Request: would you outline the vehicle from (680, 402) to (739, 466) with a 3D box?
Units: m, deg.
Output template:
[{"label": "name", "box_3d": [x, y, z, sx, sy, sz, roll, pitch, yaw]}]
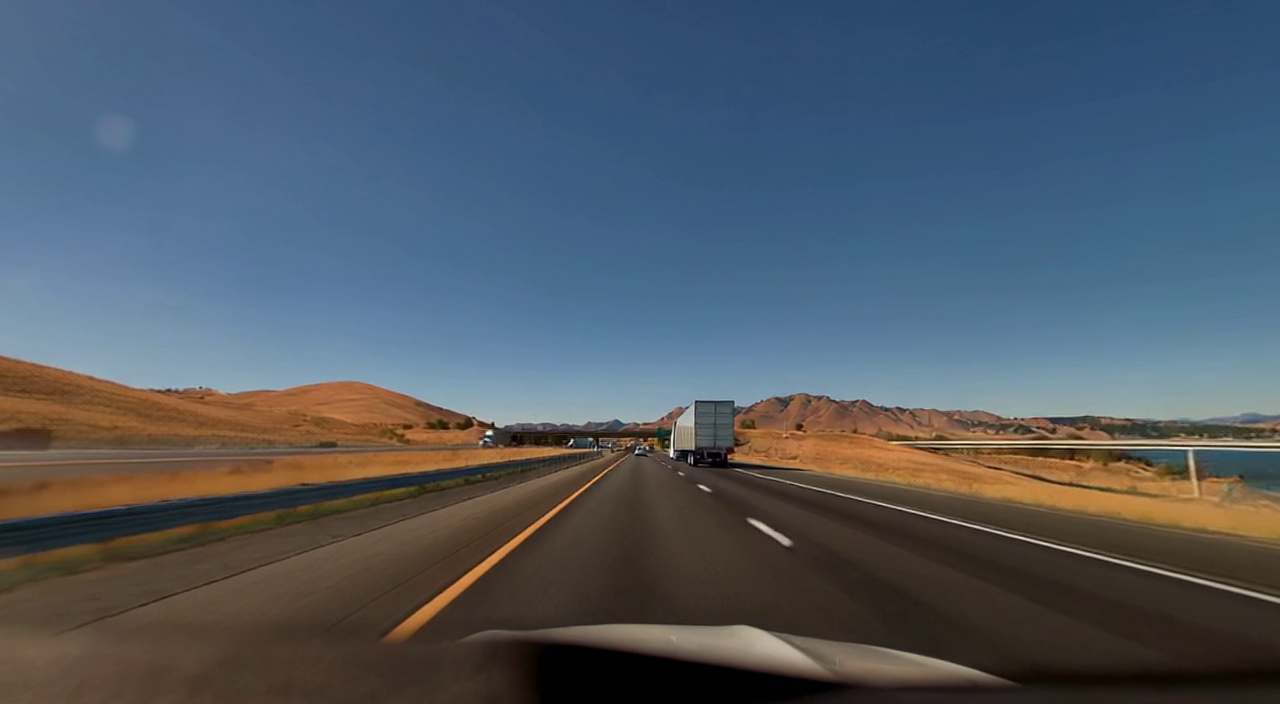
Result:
[{"label": "vehicle", "box_3d": [4.808, 6.212, 46.566, 3.035, 4.005, 13.454, 0, -9, 1]}]
